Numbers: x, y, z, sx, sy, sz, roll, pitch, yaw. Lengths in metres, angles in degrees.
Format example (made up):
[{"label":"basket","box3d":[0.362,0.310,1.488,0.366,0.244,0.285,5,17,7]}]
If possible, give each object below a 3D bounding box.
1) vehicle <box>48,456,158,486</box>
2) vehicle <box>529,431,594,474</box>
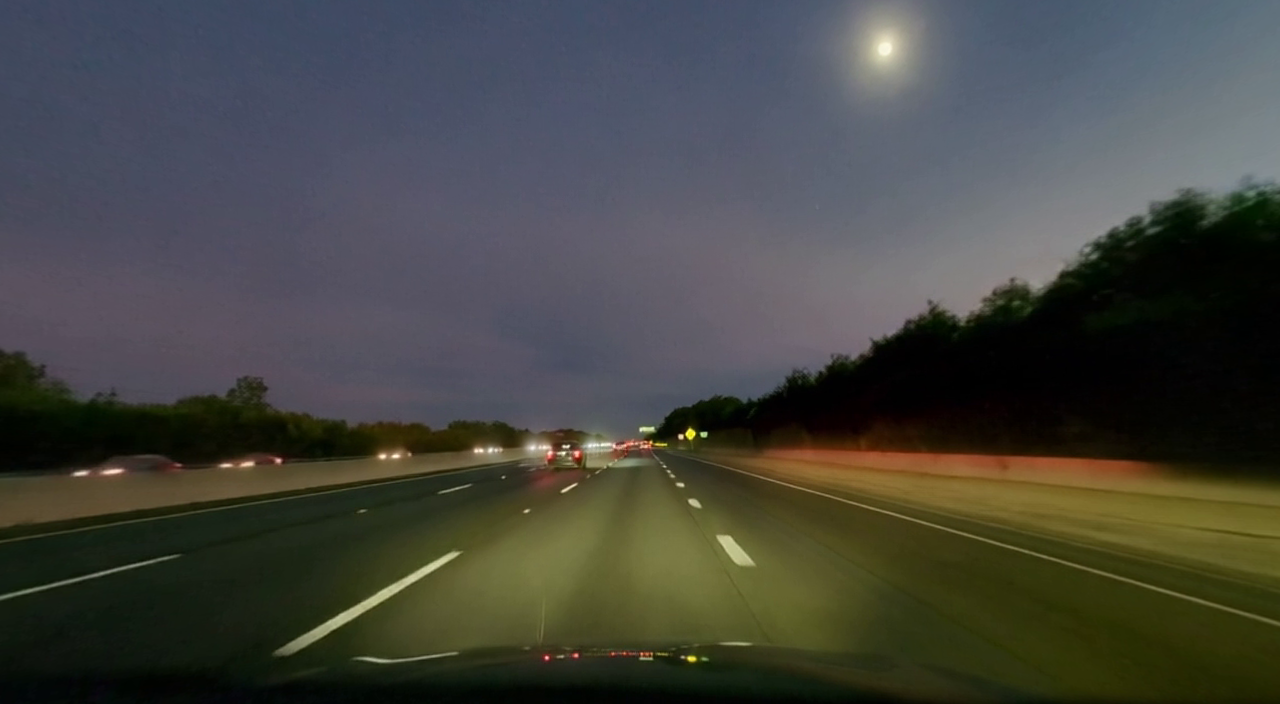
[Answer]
[{"label":"vehicle","box3d":[-29.408,6.521,34.767,1.956,1.444,4.659,0,-8,1]},{"label":"vehicle","box3d":[-3.544,4.674,29.425,2.283,1.802,4.810,0,-8,1]}]
